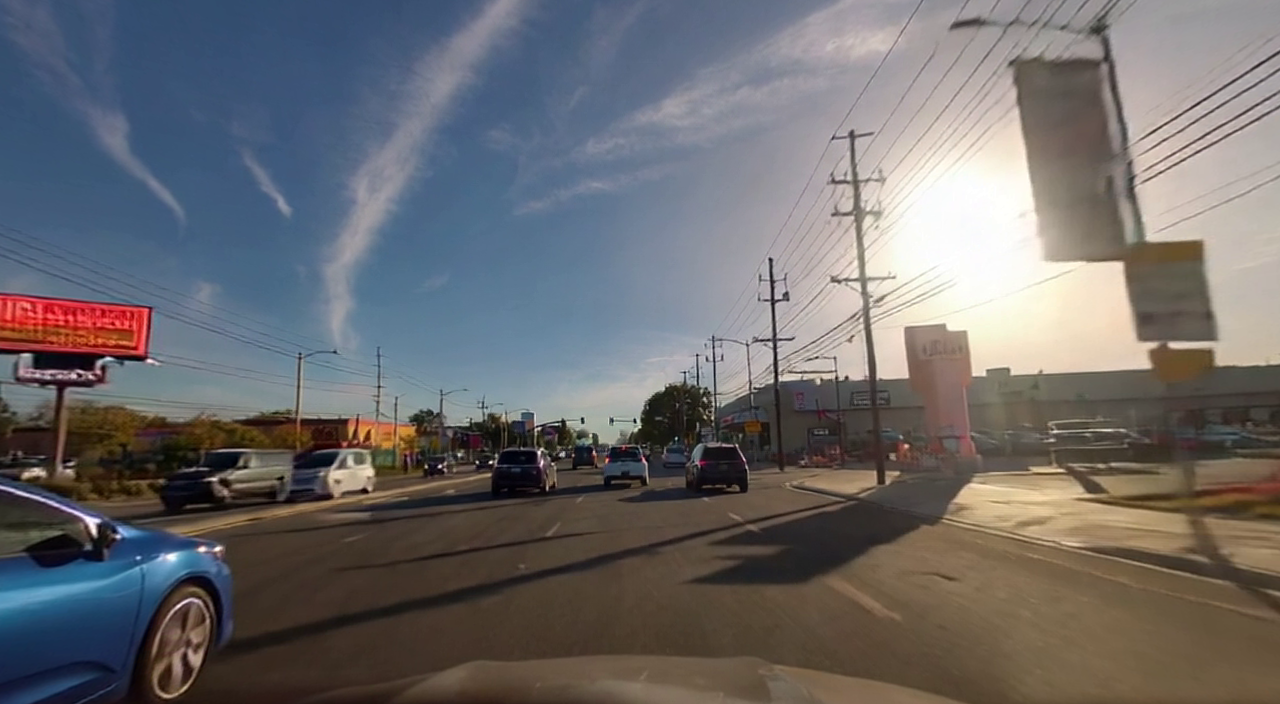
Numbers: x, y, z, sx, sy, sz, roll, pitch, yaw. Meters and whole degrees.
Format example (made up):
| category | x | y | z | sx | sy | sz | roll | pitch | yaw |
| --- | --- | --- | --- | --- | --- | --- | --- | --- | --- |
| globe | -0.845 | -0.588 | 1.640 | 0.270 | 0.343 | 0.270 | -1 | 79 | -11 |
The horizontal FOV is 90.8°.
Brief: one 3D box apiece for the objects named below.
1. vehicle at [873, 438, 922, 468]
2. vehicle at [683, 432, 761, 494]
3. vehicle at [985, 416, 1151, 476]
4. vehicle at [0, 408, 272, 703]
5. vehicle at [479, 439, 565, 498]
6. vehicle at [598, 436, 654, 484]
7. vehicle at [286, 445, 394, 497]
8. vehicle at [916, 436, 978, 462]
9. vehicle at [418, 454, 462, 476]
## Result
| category | x | y | z | sx | sy | sz | roll | pitch | yaw |
| --- | --- | --- | --- | --- | --- | --- | --- | --- | --- |
| vehicle | 14.781 | 5.777 | 36.117 | 1.990 | 1.597 | 4.475 | -5 | -10 | 29 |
| vehicle | 2.722 | 3.812 | 21.967 | 2.026 | 1.904 | 4.102 | 0 | -9 | -2 |
| vehicle | 16.117 | 3.652 | 24.393 | 2.409 | 1.981 | 5.809 | -2 | -9 | 1 |
| vehicle | -3.397 | 0.887 | 1.812 | 2.022 | 1.498 | 4.471 | 0 | -9 | -1 |
| vehicle | -3.671 | 3.706 | 20.433 | 2.051 | 1.671 | 3.861 | 0 | -9 | 0 |
| vehicle | -0.641 | 4.781 | 28.149 | 2.326 | 1.925 | 4.253 | 0 | -9 | -2 |
| vehicle | -11.297 | 4.493 | 24.211 | 2.016 | 1.773 | 4.433 | 0 | -9 | -2 |
| vehicle | 19.266 | 6.120 | 39.821 | 1.883 | 1.499 | 4.403 | -1 | -9 | 3 |
| vehicle | -15.490 | 8.759 | 49.139 | 1.986 | 1.553 | 4.640 | 0 | -9 | -1 |
